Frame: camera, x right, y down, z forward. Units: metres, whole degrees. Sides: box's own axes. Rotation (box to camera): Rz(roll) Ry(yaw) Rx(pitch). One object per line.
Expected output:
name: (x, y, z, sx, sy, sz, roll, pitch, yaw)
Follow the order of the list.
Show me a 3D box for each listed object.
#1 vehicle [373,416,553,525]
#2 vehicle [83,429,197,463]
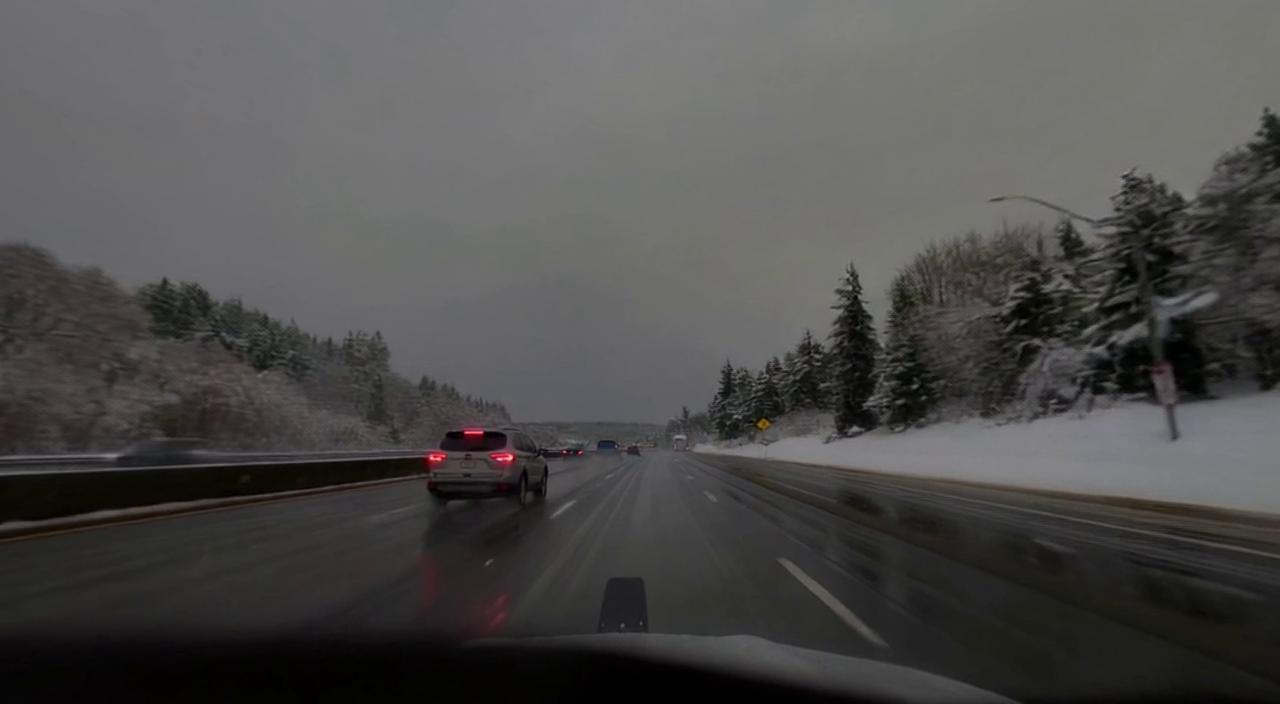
vehicle: (-3.386, 2.402, 13.301, 2.218, 1.848, 4.789, 0, -9, 2)
vehicle: (-24.695, 4.695, 31.394, 1.835, 1.543, 4.618, 0, -9, 1)
